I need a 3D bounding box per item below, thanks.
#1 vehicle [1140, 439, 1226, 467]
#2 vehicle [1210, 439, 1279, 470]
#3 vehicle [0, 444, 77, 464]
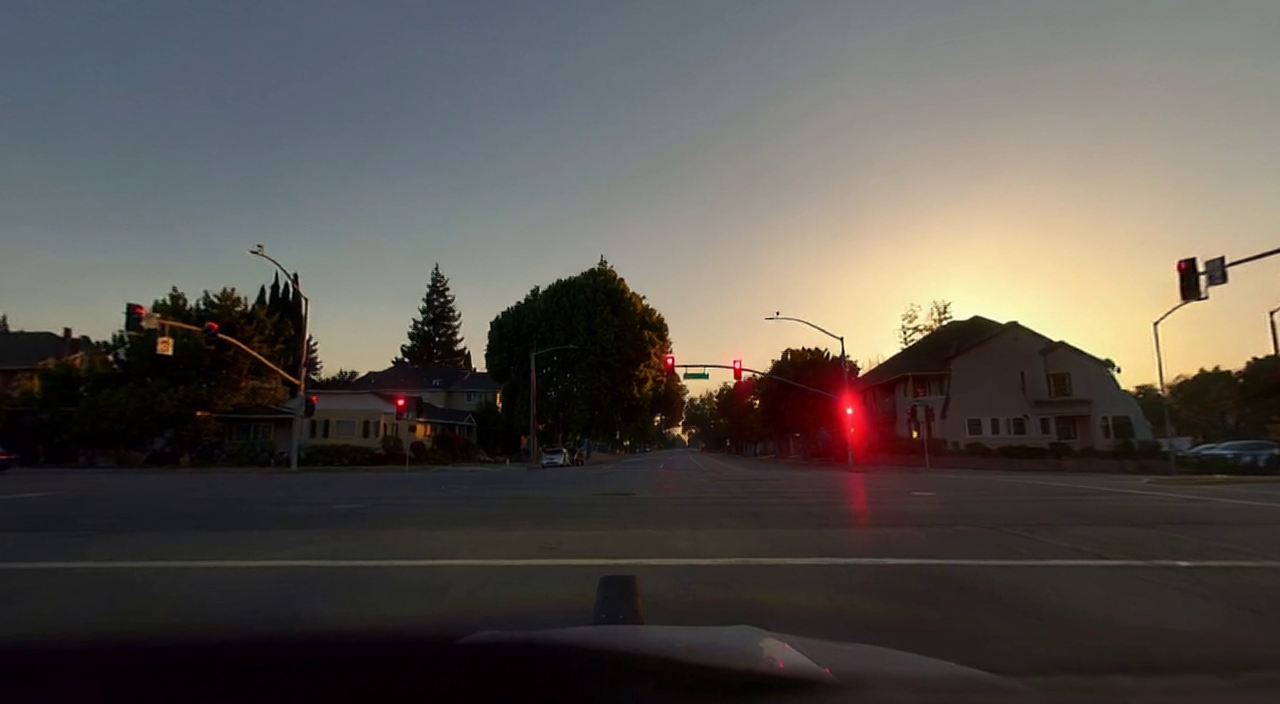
[{"bbox_3d":[36.794,6.852,42.981,1.853,1.723,4.460,0,-9,0],"label":"vehicle"},{"bbox_3d":[37.603,6.148,38.009,1.915,1.773,4.499,1,-9,-9],"label":"vehicle"},{"bbox_3d":[-44.257,7.490,46.479,3.949,1.422,1.744,0,-9,2],"label":"vehicle"}]
